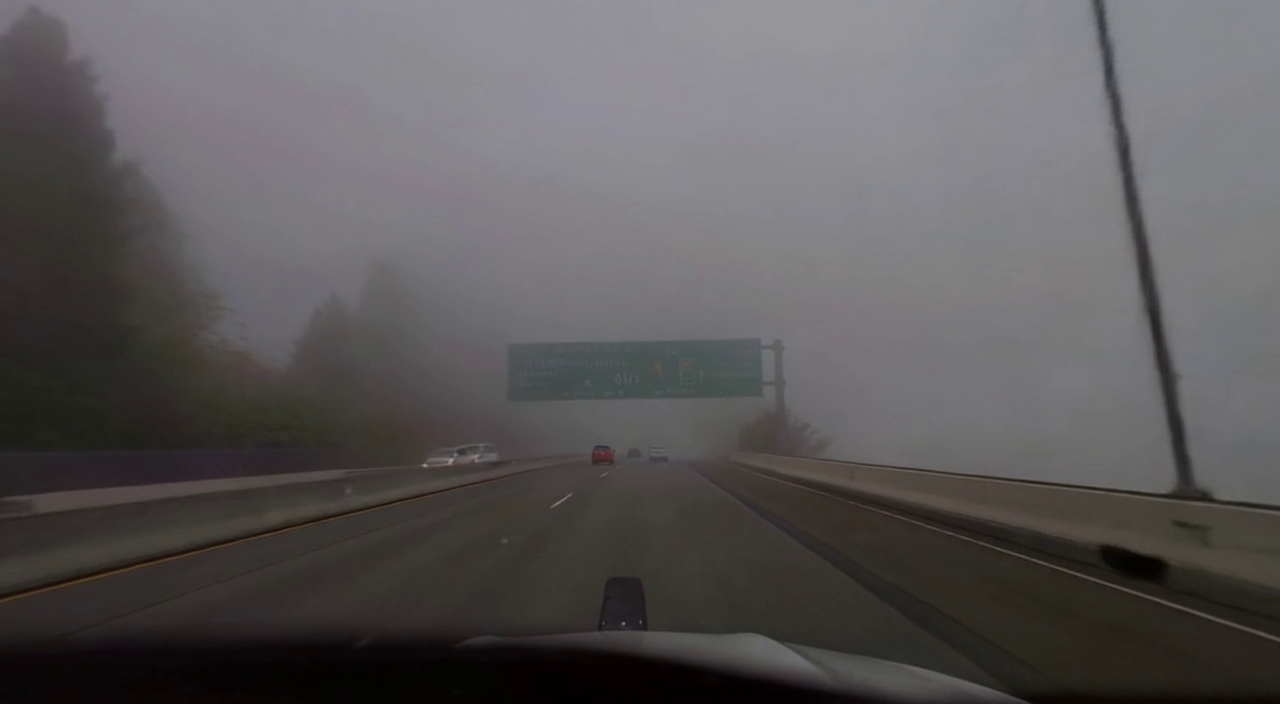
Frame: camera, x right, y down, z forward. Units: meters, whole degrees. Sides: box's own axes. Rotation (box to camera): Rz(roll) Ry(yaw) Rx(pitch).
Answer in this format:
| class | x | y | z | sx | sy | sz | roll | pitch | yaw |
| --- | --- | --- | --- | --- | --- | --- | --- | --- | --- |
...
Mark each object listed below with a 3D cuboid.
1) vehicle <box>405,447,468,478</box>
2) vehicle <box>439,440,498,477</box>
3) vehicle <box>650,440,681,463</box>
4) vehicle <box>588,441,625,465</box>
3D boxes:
| class | x | y | z | sx | sy | sz | roll | pitch | yaw |
| --- | --- | --- | --- | --- | --- | --- | --- | --- | --- |
| vehicle | -13.363 | 7.275 | 41.766 | 2.085 | 1.879 | 5.421 | -1 | -8 | 3 |
| vehicle | -12.865 | 8.002 | 47.623 | 2.577 | 2.627 | 5.306 | -1 | -8 | 4 |
| vehicle | 1.870 | 7.137 | 45.311 | 2.077 | 1.533 | 3.854 | -1 | -8 | 3 |
| vehicle | -2.138 | 6.565 | 41.140 | 1.985 | 1.518 | 3.847 | -1 | -8 | 4 |
